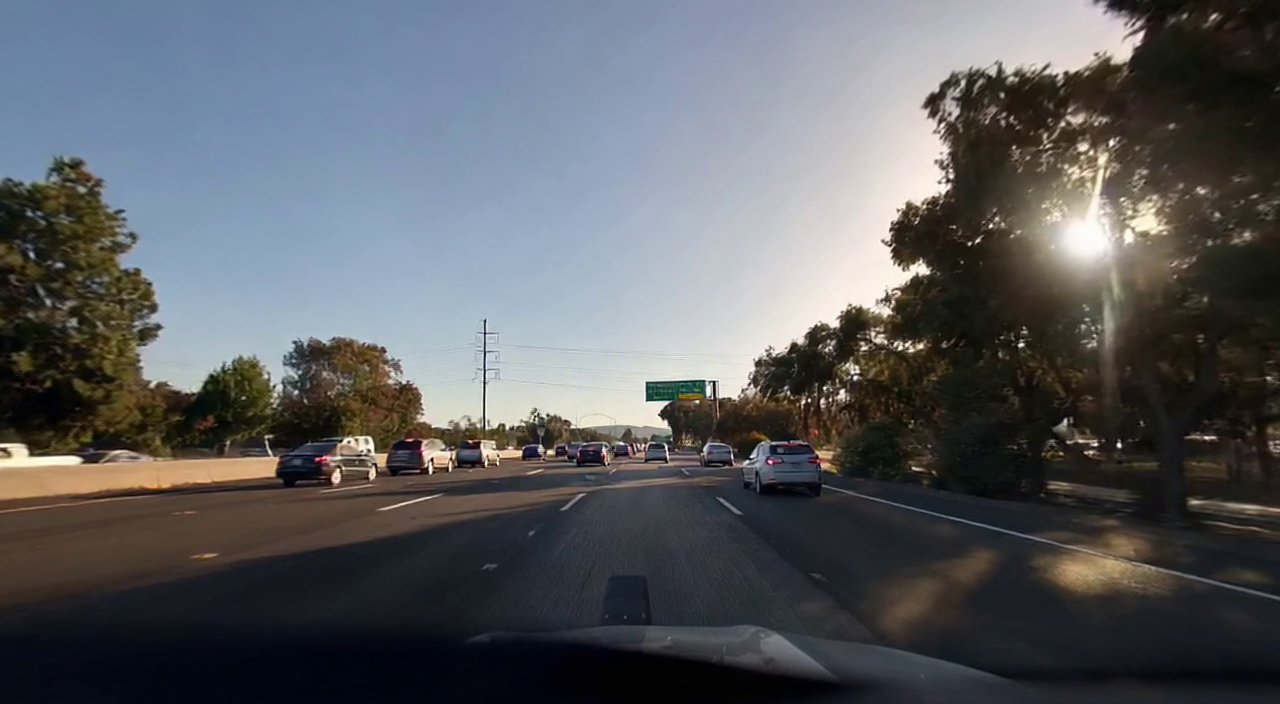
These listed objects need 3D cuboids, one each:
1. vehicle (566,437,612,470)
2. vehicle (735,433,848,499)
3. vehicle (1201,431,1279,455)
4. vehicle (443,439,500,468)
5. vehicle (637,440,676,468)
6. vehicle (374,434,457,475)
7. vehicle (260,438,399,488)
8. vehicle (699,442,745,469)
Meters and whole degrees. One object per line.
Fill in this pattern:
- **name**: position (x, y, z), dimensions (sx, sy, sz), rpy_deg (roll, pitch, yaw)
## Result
- **vehicle**: position (-2.874, 5.876, 36.681), dimensions (2.133, 1.775, 4.530), rpy_deg (0, -8, 2)
- **vehicle**: position (4.001, 3.088, 17.502), dimensions (2.036, 1.580, 4.360), rpy_deg (0, -8, 0)
- **vehicle**: position (37.441, 5.660, 39.198), dimensions (3.438, 1.426, 1.793), rpy_deg (0, -8, -5)
- **vehicle**: position (-10.344, 6.258, 39.077), dimensions (2.137, 1.690, 4.630), rpy_deg (0, -8, 1)
- **vehicle**: position (0.971, 6.101, 37.800), dimensions (2.220, 1.575, 4.332), rpy_deg (0, -8, 1)
- **vehicle**: position (-10.448, 4.806, 29.732), dimensions (2.083, 1.776, 4.721), rpy_deg (0, -8, 1)
- **vehicle**: position (-10.429, 3.757, 21.728), dimensions (2.181, 1.512, 4.889), rpy_deg (0, -8, 2)
- **vehicle**: position (4.621, 5.919, 36.312), dimensions (2.022, 1.472, 4.678), rpy_deg (0, -8, 0)
